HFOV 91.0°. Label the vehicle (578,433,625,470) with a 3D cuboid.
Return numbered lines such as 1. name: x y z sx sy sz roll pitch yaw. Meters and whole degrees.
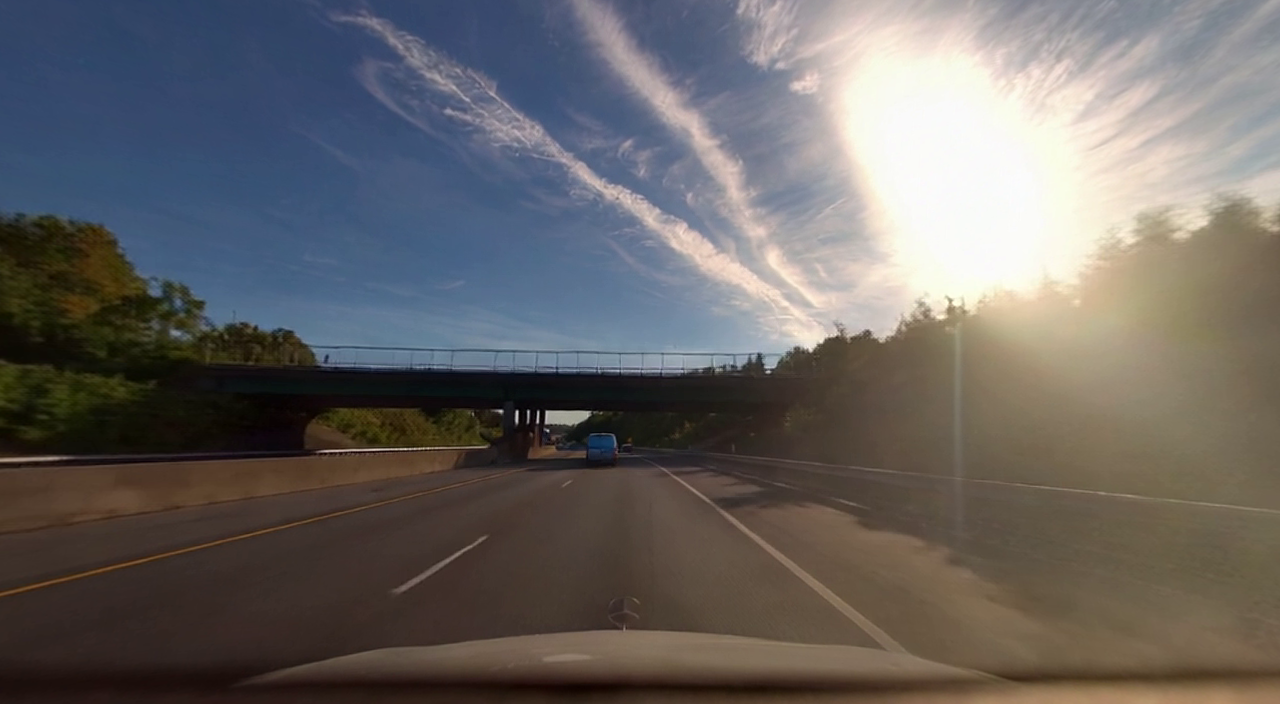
1. vehicle: -2.018 5.445 34.701 2.372 1.891 5.061 0 -8 -1
